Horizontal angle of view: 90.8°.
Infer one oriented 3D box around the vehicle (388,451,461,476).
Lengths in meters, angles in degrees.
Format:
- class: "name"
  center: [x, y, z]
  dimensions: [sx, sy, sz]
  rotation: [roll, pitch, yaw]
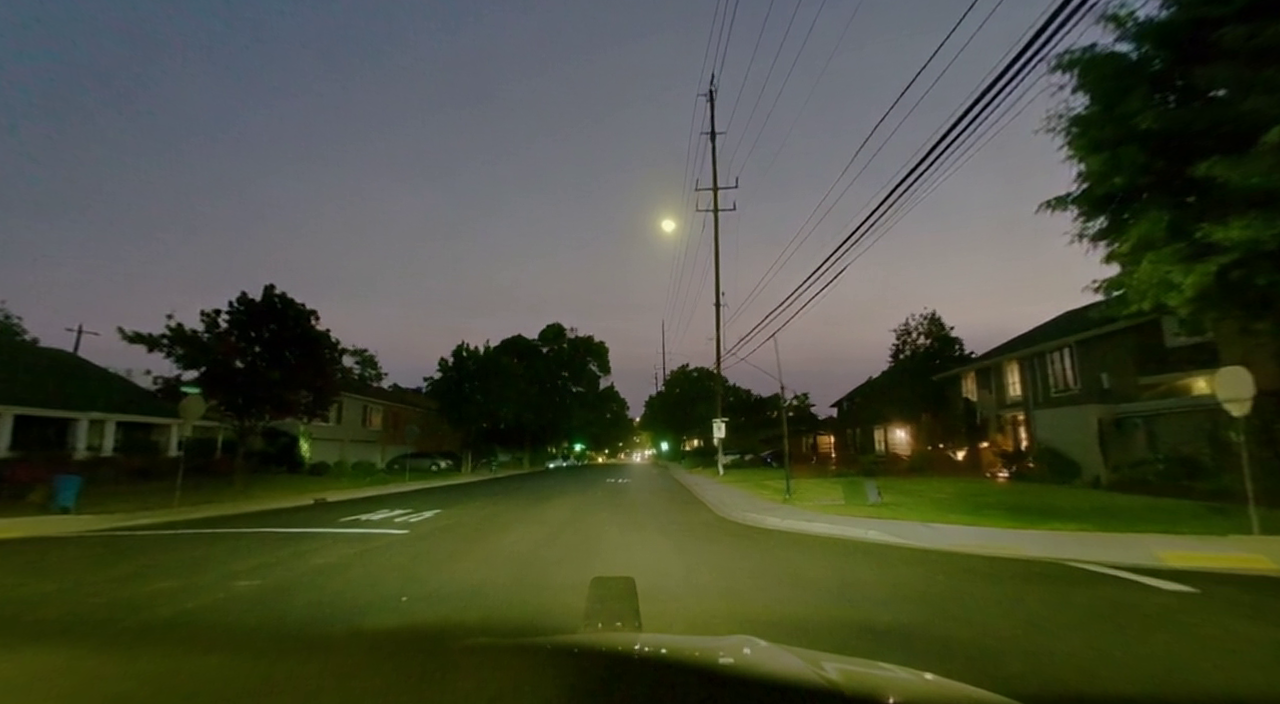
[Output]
- class: "vehicle"
  center: [-15.459, 7.985, 45.414]
  dimensions: [4.500, 1.714, 1.924]
  rotation: [-1, -9, 7]
